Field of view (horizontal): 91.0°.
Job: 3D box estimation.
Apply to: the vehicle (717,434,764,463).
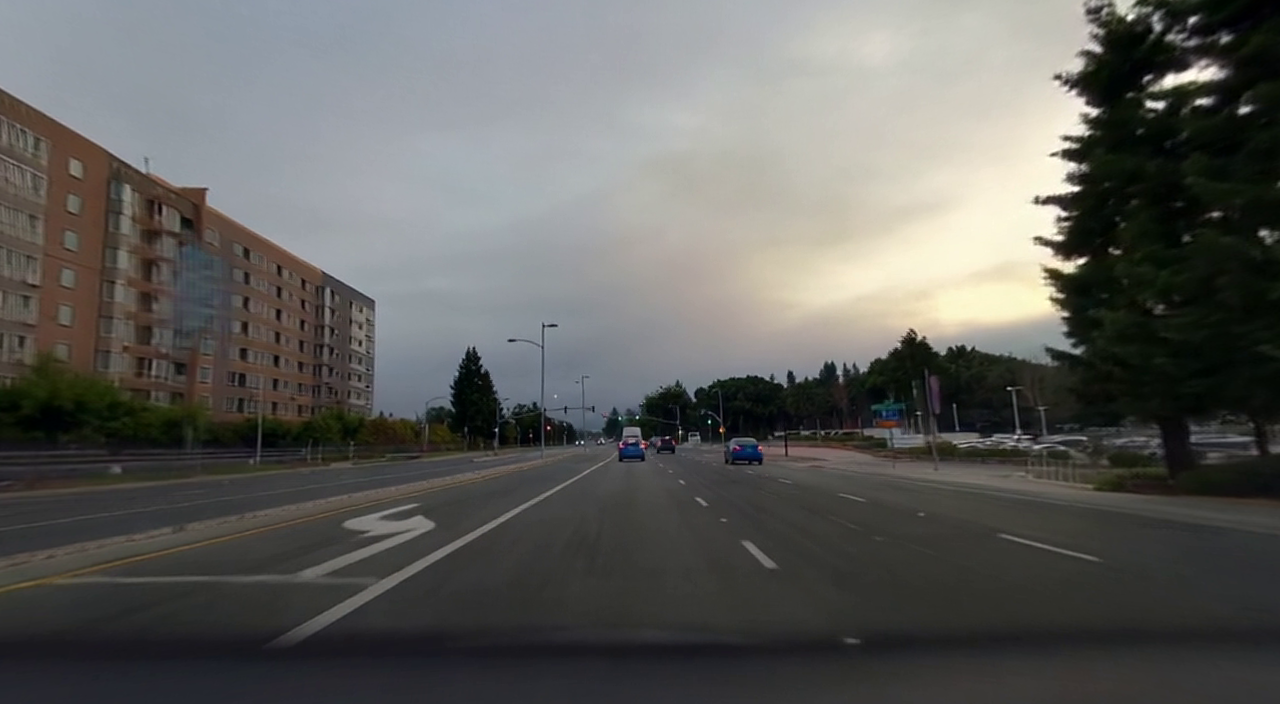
[{"bbox_3d":[6.600,6.423,41.778,2.136,1.799,4.796,1,-9,-2],"label":"vehicle"}]
